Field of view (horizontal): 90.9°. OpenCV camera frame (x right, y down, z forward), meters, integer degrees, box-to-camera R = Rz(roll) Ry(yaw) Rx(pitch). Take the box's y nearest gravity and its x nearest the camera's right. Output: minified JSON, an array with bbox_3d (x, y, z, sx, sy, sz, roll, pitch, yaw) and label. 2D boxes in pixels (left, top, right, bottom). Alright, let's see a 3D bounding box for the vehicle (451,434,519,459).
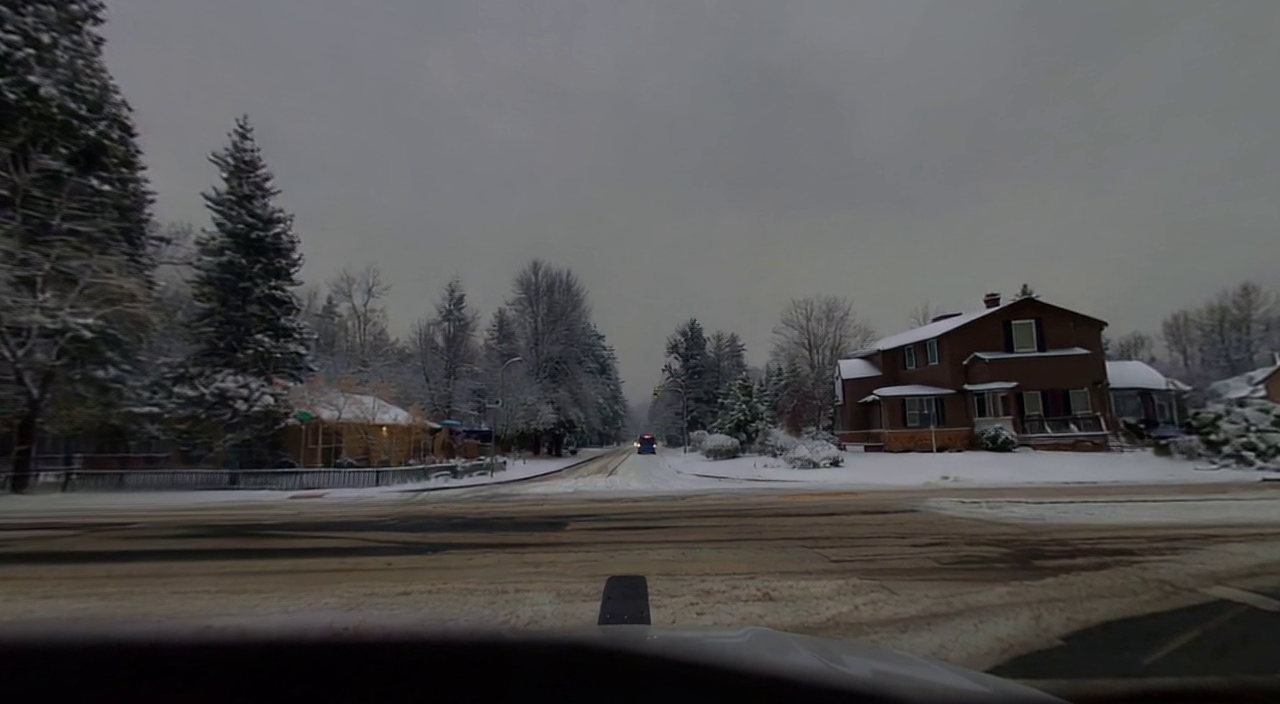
[{"bbox_3d":[-11.672,7.123,47.544,4.622,1.782,1.836,0,-8,1],"label":"vehicle"}]
